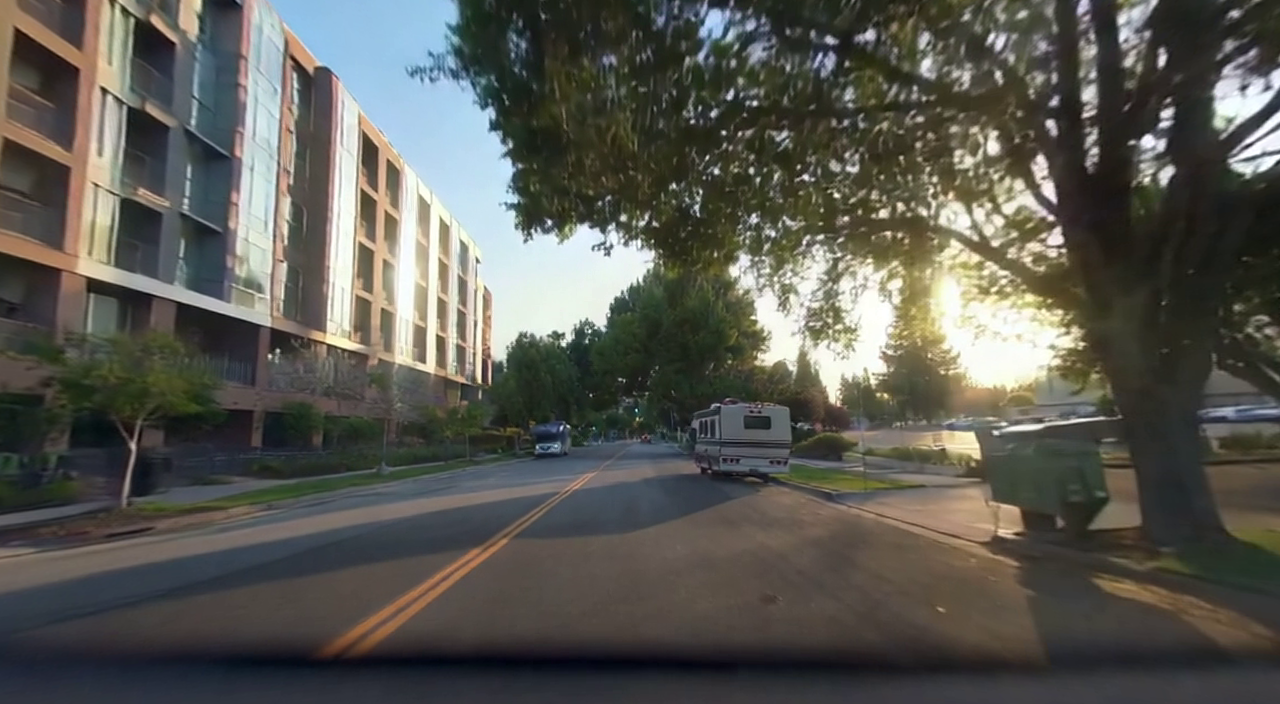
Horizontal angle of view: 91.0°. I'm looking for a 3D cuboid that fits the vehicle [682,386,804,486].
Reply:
[{"bbox_3d":[3.611,3.222,24.567,3.074,3.099,8.805,1,-7,-1],"label":"vehicle"}]
